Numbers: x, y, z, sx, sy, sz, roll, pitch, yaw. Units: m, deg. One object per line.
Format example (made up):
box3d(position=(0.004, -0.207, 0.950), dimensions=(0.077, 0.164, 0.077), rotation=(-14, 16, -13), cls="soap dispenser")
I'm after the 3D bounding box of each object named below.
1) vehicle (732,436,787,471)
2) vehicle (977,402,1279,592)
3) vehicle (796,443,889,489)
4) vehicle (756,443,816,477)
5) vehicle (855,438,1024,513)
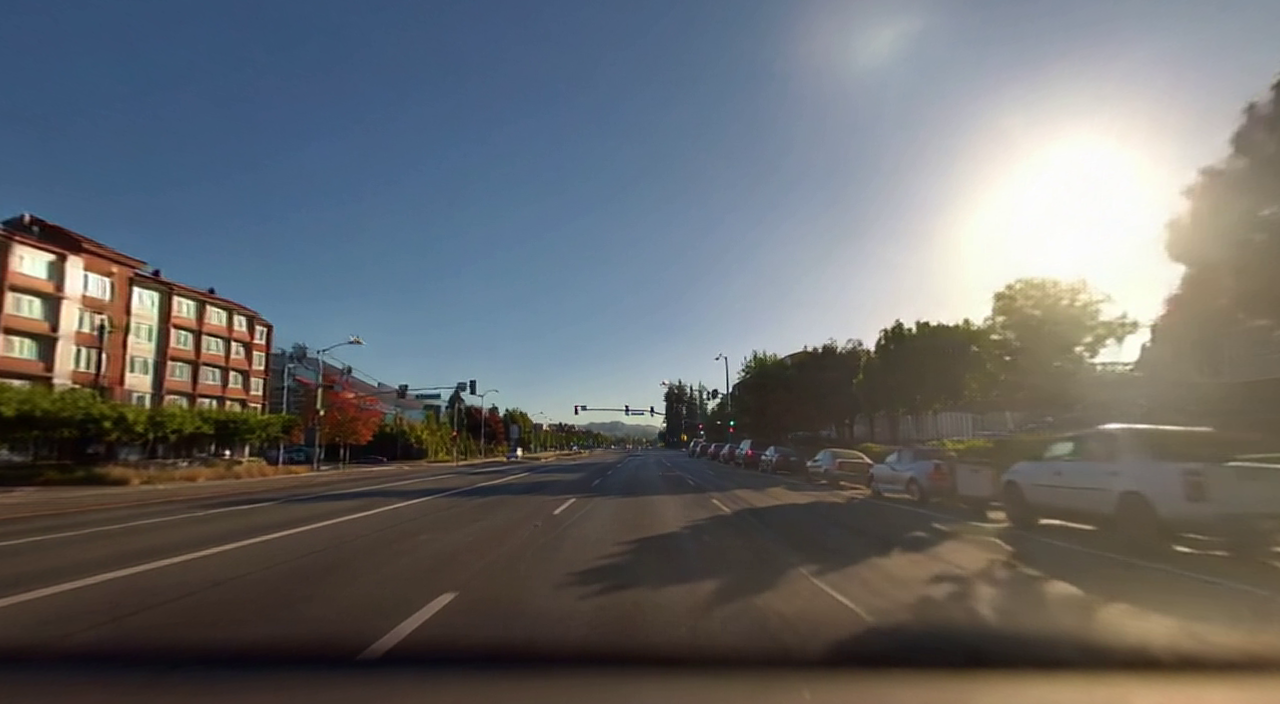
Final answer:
box3d(position=(6.881, 5.922, 36.731), dimensions=(2.169, 1.876, 4.931), rotation=(0, -9, 0), cls="vehicle")
box3d(position=(6.669, 1.673, 8.116), dimensions=(1.977, 1.732, 4.555), rotation=(0, -9, -1), cls="vehicle")
box3d(position=(7.101, 4.019, 22.537), dimensions=(1.864, 1.466, 4.352), rotation=(0, -9, 0), cls="vehicle")
box3d(position=(6.938, 5.182, 30.348), dimensions=(1.863, 1.512, 4.525), rotation=(0, -9, 1), cls="vehicle")
box3d(position=(6.980, 2.900, 15.314), dimensions=(1.884, 1.523, 4.746), rotation=(0, -9, 1), cls="vehicle")
